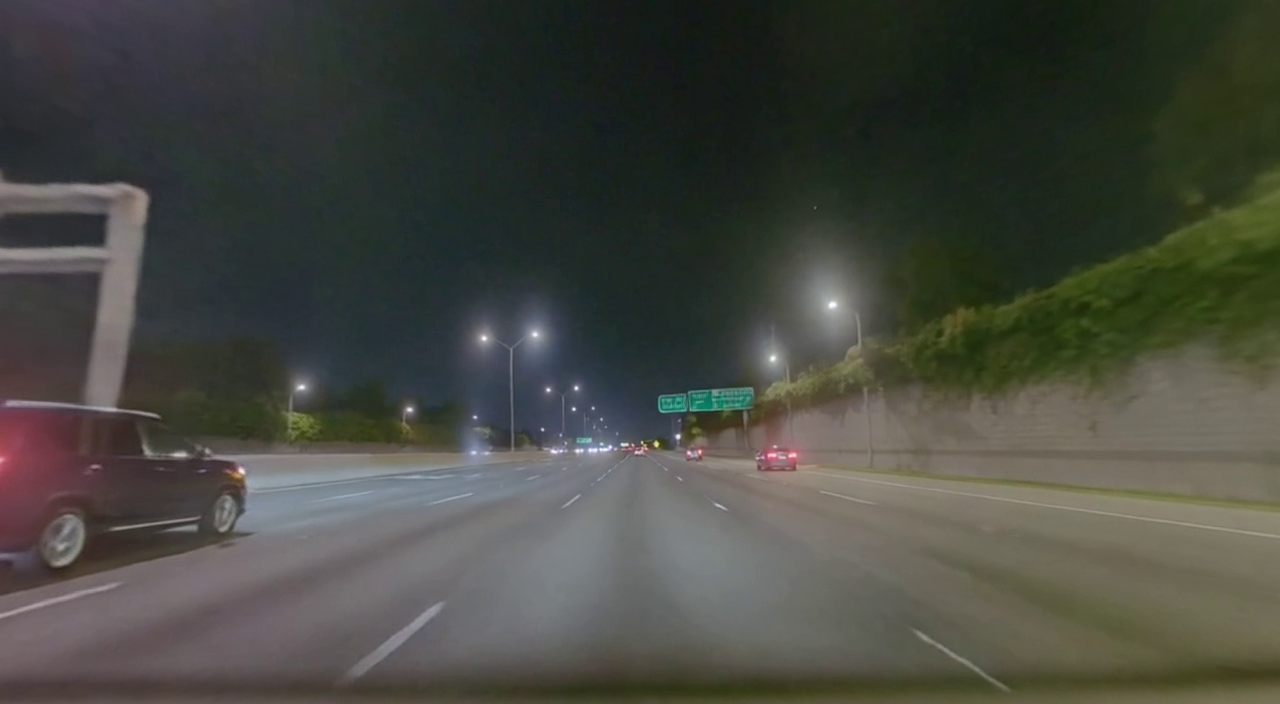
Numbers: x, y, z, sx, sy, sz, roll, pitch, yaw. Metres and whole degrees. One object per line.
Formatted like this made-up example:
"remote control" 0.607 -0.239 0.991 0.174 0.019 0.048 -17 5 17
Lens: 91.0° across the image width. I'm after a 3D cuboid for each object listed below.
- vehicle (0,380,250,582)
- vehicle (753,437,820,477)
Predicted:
"vehicle" -7.630 1.503 7.651 2.431 2.005 5.166 0 -9 0
"vehicle" 7.052 5.091 30.777 2.167 1.781 4.340 0 -9 -1
